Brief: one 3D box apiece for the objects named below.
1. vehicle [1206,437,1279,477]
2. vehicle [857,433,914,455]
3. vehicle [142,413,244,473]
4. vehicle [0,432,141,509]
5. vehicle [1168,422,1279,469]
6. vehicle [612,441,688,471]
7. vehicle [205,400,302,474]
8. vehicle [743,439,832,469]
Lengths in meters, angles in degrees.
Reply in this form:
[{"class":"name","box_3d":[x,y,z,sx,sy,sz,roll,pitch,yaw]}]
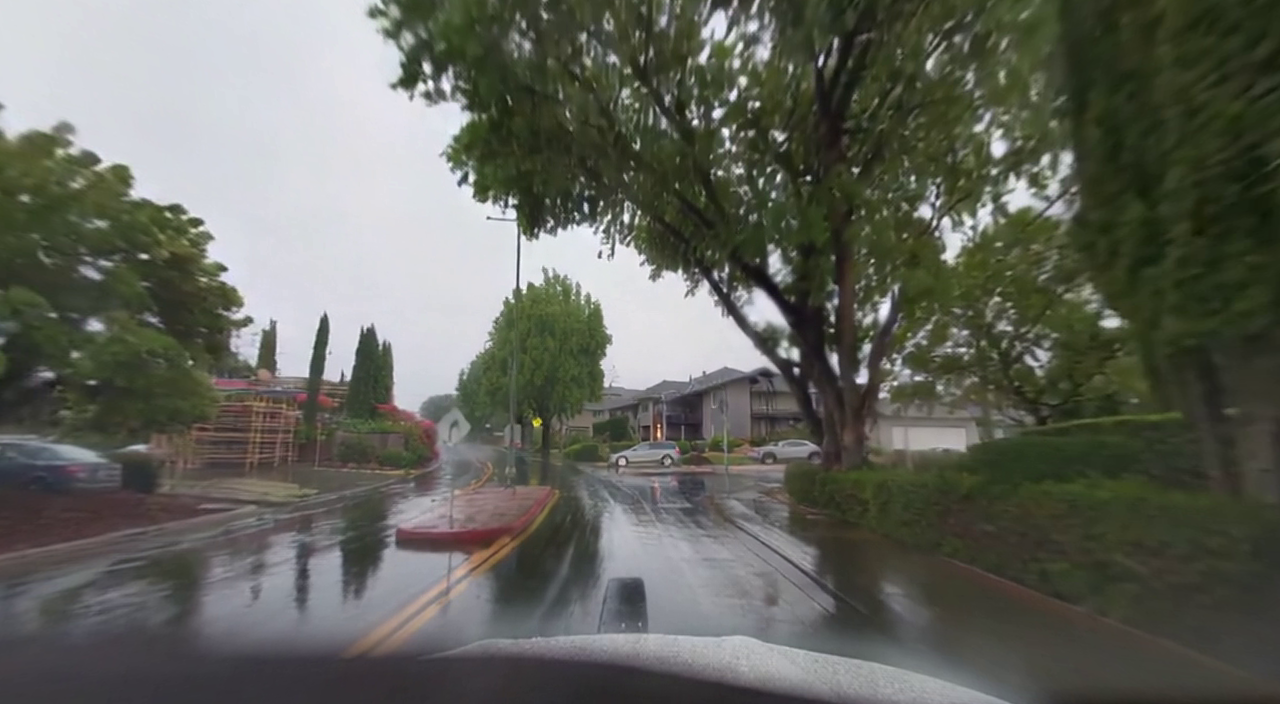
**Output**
[{"class":"vehicle","box_3d":[25.319,4.175,25.282,1.888,1.485,4.798,-3,-9,17]},{"class":"vehicle","box_3d":[19.286,7.235,49.513,4.073,1.482,1.825,1,-10,-28]},{"class":"vehicle","box_3d":[-23.237,4.775,33.053,2.207,2.862,4.908,1,-9,-9]},{"class":"vehicle","box_3d":[-14.277,2.757,14.764,1.871,1.568,4.420,-1,-9,-6]},{"class":"vehicle","box_3d":[32.806,5.216,35.305,4.274,2.476,2.103,-1,-8,5]},{"class":"vehicle","box_3d":[0.505,5.616,34.268,3.772,1.531,1.949,1,-9,-10]},{"class":"vehicle","box_3d":[-20.538,4.457,33.862,2.438,3.594,5.582,2,-6,-11]},{"class":"vehicle","box_3d":[8.125,5.664,35.037,4.378,1.543,2.080,0,-9,-1]}]
